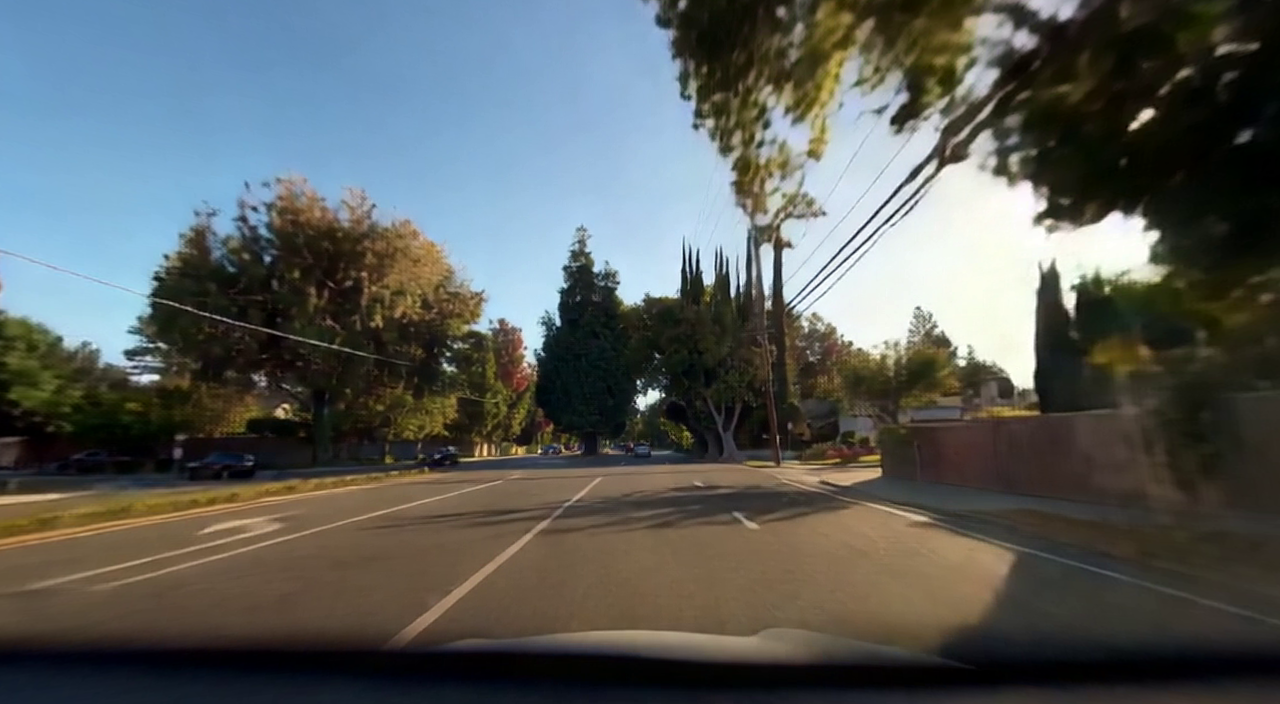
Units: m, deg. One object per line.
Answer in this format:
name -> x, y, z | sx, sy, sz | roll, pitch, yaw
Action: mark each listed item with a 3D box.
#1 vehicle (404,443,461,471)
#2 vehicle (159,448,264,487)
vehicle -> -13.355, 6.780, 40.754 | 2.120, 1.696, 4.403 | 0, -8, 1
vehicle -> -21.693, 5.787, 31.804 | 4.600, 1.809, 2.153 | -3, -9, 23
